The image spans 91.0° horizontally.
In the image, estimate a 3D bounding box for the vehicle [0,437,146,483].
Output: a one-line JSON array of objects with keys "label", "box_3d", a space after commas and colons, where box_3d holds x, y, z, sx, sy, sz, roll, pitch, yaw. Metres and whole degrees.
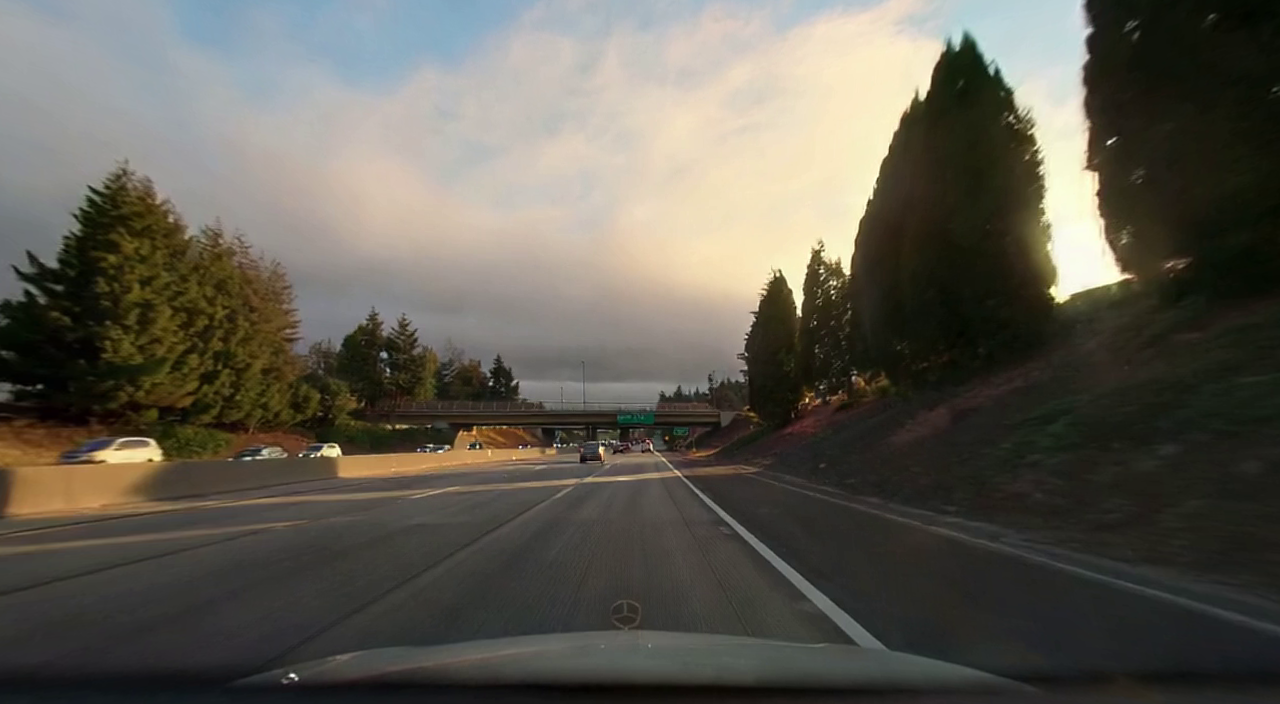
[{"label": "vehicle", "box_3d": [-32.028, 6.027, 35.504, 2.710, 2.314, 6.710, 0, -9, 2]}]
